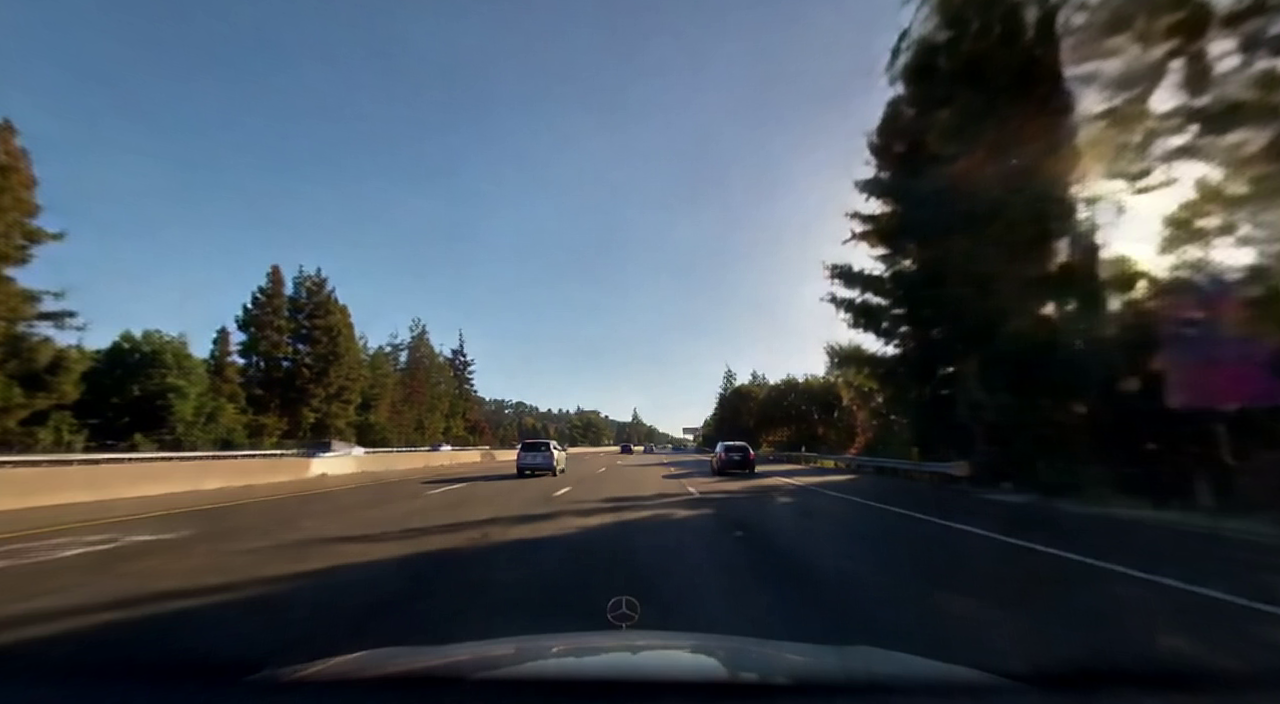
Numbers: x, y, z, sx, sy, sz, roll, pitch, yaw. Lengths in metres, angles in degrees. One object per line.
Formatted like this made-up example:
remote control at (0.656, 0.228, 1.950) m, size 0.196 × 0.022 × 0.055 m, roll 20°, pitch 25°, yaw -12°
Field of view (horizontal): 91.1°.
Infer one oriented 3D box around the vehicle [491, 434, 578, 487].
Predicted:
vehicle at (-3.471, 3.663, 21.562) m, size 2.166 × 1.608 × 4.297 m, roll 0°, pitch -8°, yaw 1°

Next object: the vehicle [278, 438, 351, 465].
vehicle at (-20.924, 6.413, 40.583) m, size 2.037 × 1.623 × 4.904 m, roll 0°, pitch -8°, yaw 1°

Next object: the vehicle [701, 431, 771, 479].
vehicle at (3.900, 4.270, 26.303) m, size 2.149 × 1.796 × 4.487 m, roll 0°, pitch -8°, yaw -1°
